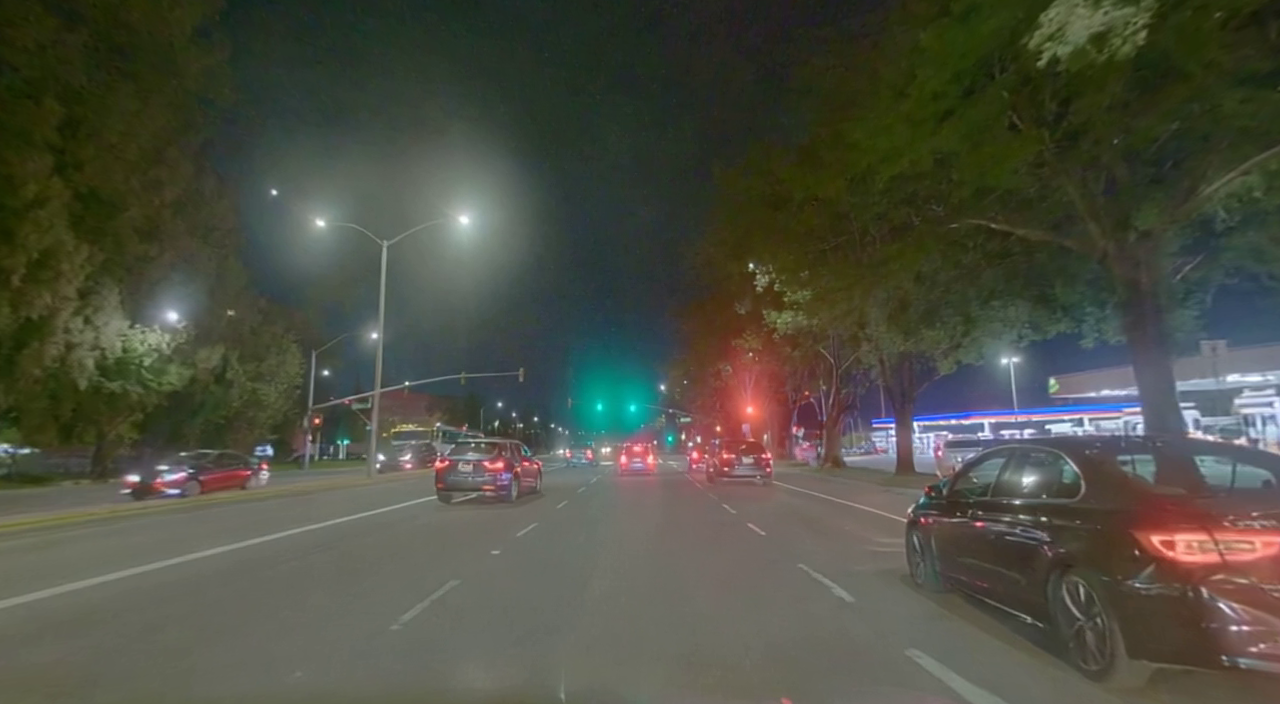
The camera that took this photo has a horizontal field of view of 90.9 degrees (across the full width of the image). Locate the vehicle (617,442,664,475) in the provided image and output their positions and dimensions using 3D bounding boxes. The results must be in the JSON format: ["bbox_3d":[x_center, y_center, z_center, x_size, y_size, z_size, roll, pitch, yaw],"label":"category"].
[{"bbox_3d":[0.011,5.130,30.616,2.104,1.477,4.591,0,-8,0],"label":"vehicle"}]

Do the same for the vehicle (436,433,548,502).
[{"bbox_3d":[-3.817,3.039,17.050,2.023,1.607,4.086,0,-8,0],"label":"vehicle"}]

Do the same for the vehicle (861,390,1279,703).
[{"bbox_3d":[3.423,1.182,4.306,2.038,1.499,4.868,0,-8,0],"label":"vehicle"}]

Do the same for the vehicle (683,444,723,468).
[{"bbox_3d":[4.043,6.749,41.052,2.174,1.462,4.400,0,-8,0],"label":"vehicle"}]

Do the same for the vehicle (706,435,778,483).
[{"bbox_3d":[3.805,4.055,24.189,2.022,1.683,4.171,0,-8,0],"label":"vehicle"}]

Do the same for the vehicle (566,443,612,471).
[{"bbox_3d":[-2.872,5.994,36.139,2.192,1.463,4.211,0,-8,1],"label":"vehicle"}]

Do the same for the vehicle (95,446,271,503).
[{"bbox_3d":[-13.030,3.470,18.371,2.012,1.458,4.134,0,-8,0],"label":"vehicle"}]

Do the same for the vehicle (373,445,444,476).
[{"bbox_3d":[-12.150,5.679,33.397,2.013,1.501,4.484,0,-8,1],"label":"vehicle"}]
